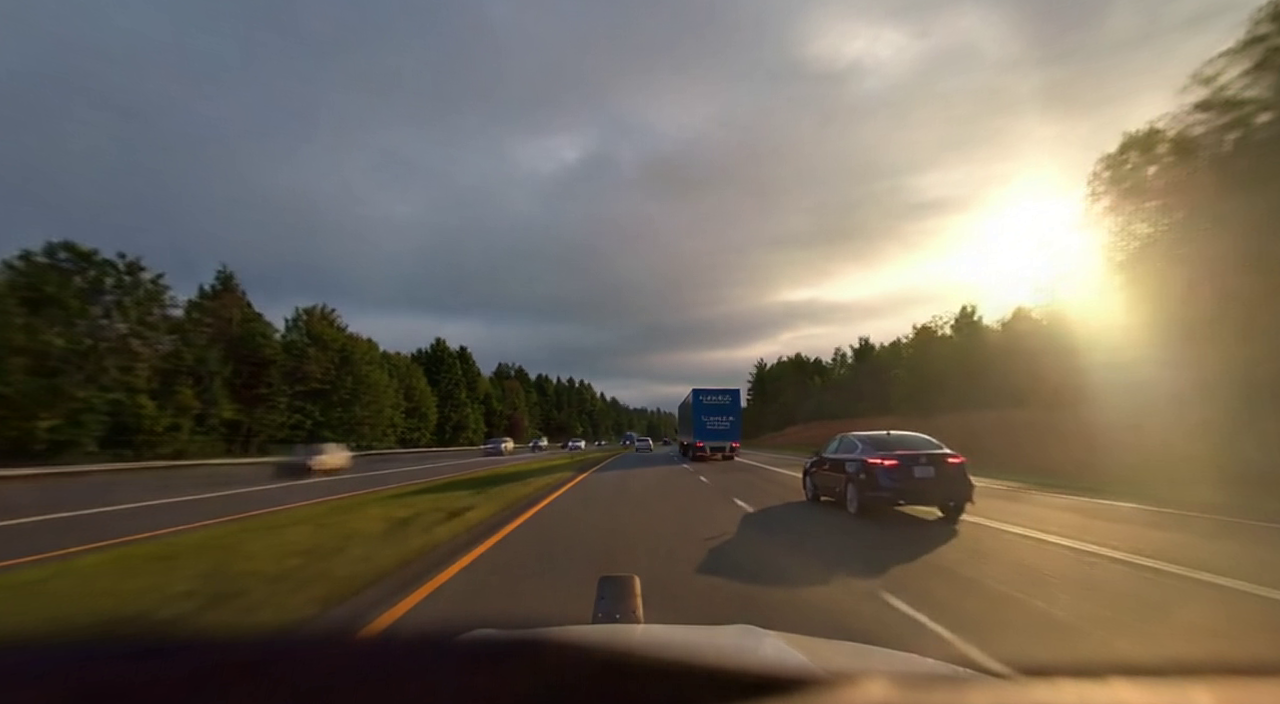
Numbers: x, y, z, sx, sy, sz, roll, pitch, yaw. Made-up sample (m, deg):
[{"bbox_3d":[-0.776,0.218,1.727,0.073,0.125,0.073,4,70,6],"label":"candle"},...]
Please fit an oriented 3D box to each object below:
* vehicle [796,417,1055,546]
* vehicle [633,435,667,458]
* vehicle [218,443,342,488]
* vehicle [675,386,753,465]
[{"bbox_3d":[4.083,1.886,9.986,2.028,1.573,4.207,0,-8,-1],"label":"vehicle"},{"bbox_3d":[0.703,6.575,43.915,2.209,1.499,4.144,-1,-8,1],"label":"vehicle"},{"bbox_3d":[-13.600,4.287,24.228,1.967,1.455,4.695,-1,-8,1],"label":"vehicle"},{"bbox_3d":[4.232,4.730,39.661,3.171,4.072,13.784,0,-8,0],"label":"vehicle"}]
